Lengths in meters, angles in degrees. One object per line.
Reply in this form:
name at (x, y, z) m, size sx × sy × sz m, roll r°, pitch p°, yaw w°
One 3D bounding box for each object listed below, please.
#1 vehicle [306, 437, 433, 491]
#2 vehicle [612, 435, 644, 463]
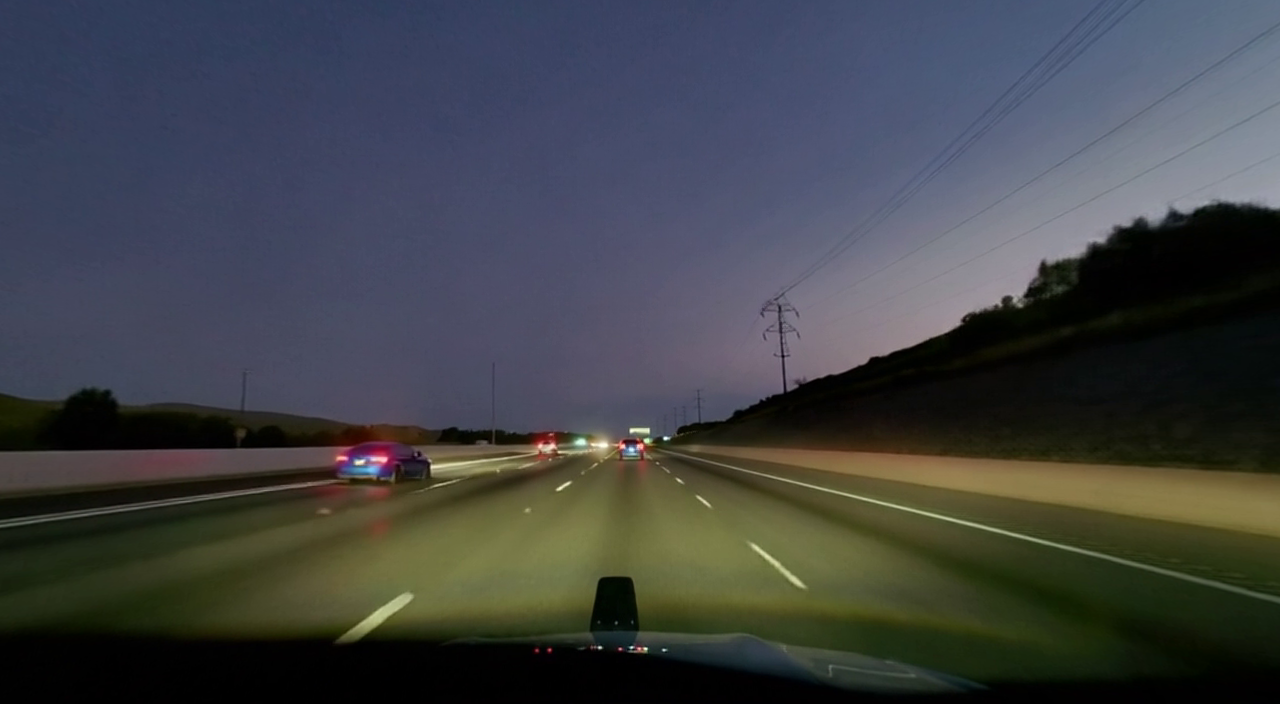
vehicle at (-7.970, 3.318, 19.092) m, size 1.949 × 1.428 × 4.408 m, roll 0°, pitch -8°, yaw -1°
vehicle at (-0.802, 6.358, 41.365) m, size 2.040 × 1.715 × 3.906 m, roll 0°, pitch -8°, yaw -1°
